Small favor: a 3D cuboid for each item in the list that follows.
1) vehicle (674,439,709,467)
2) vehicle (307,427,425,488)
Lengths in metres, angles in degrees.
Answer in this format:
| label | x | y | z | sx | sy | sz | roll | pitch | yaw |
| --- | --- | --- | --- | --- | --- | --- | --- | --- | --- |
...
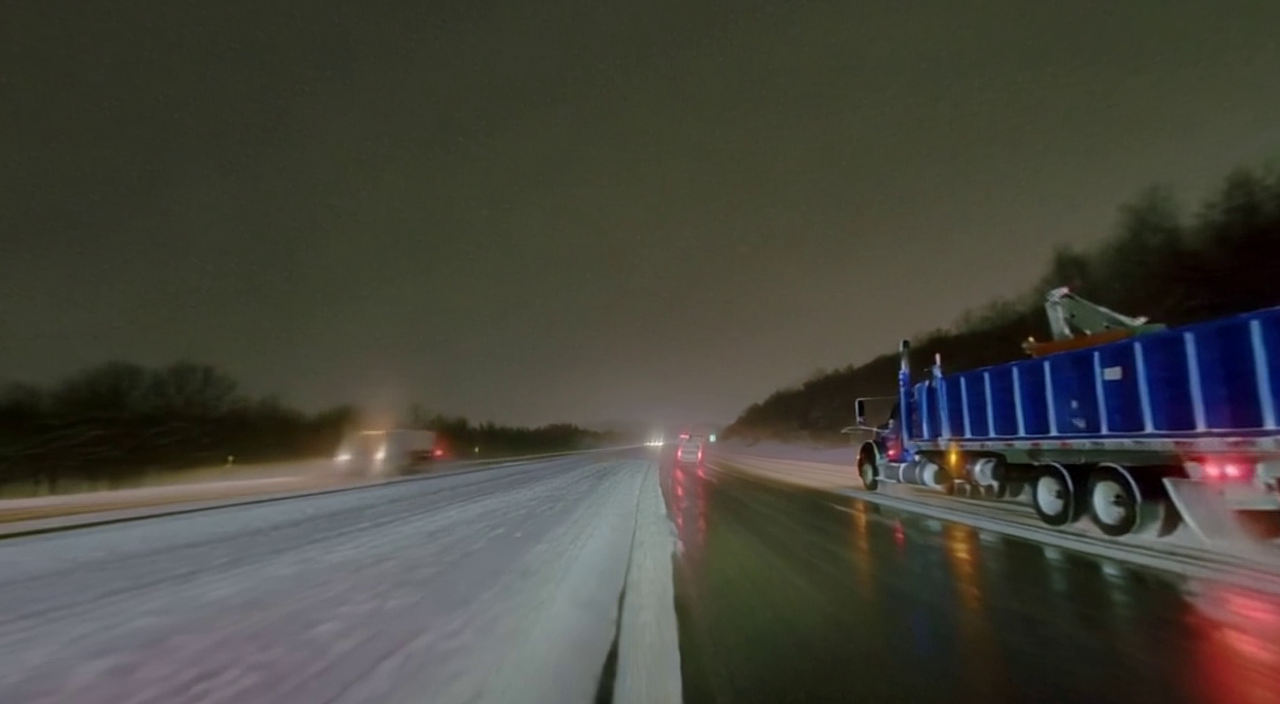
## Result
| label | x | y | z | sx | sy | sz | roll | pitch | yaw |
| --- | --- | --- | --- | --- | --- | --- | --- | --- | --- |
| vehicle | 3.921 | 7.810 | 48.710 | 2.309 | 2.003 | 5.139 | 0 | -9 | 0 |
| vehicle | -13.445 | 5.267 | 31.742 | 2.615 | 2.693 | 7.166 | -1 | -9 | 1 |
